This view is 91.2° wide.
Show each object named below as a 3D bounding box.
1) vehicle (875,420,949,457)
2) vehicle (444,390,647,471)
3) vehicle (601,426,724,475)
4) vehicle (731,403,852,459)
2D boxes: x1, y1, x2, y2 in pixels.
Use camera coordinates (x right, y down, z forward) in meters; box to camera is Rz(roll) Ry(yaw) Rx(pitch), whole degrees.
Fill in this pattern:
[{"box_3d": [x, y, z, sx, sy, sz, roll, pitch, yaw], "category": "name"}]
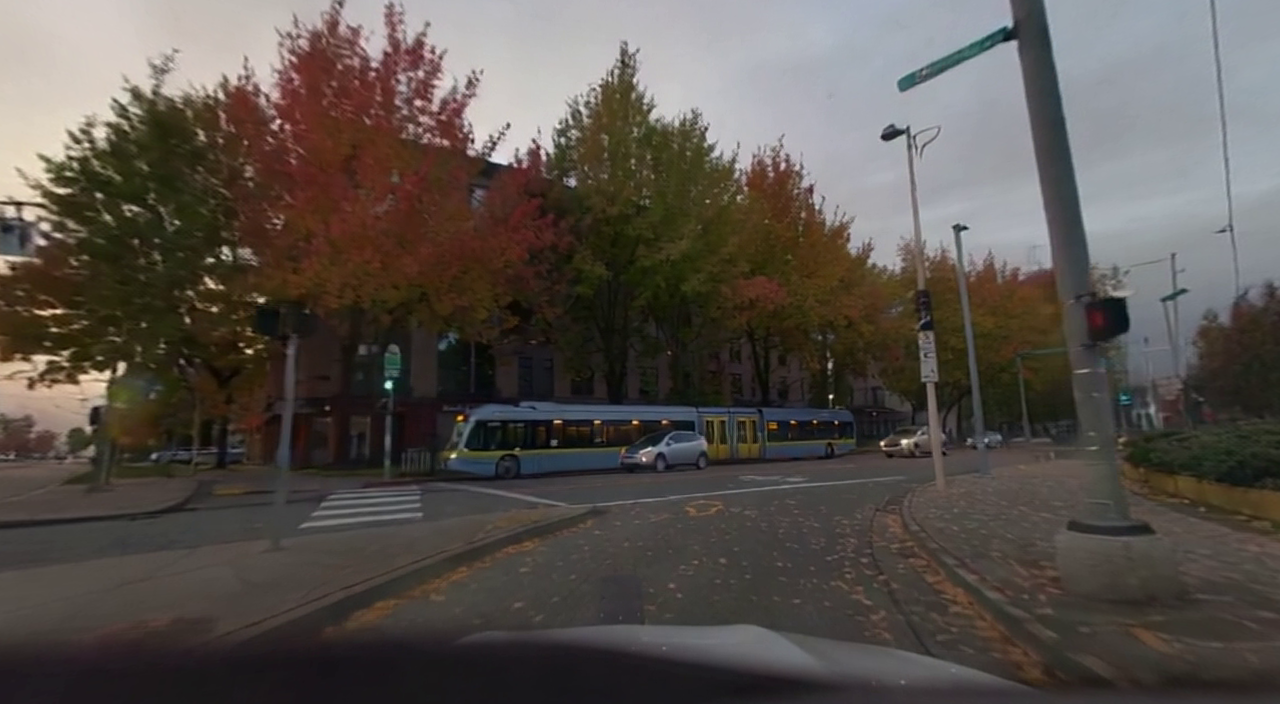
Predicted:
[{"box_3d": [16.213, 5.163, 37.274, 4.386, 2.070, 2.092, 7, -11, -38], "category": "vehicle"}, {"box_3d": [-4.667, 4.242, 33.121, 10.391, 3.725, 2.904, 6, -11, -36], "category": "vehicle"}, {"box_3d": [0.967, 3.896, 24.984, 4.687, 1.760, 2.028, 7, -11, -38], "category": "vehicle"}, {"box_3d": [11.117, 5.623, 45.261, 10.068, 3.618, 2.878, 4, -10, -40], "category": "vehicle"}]
